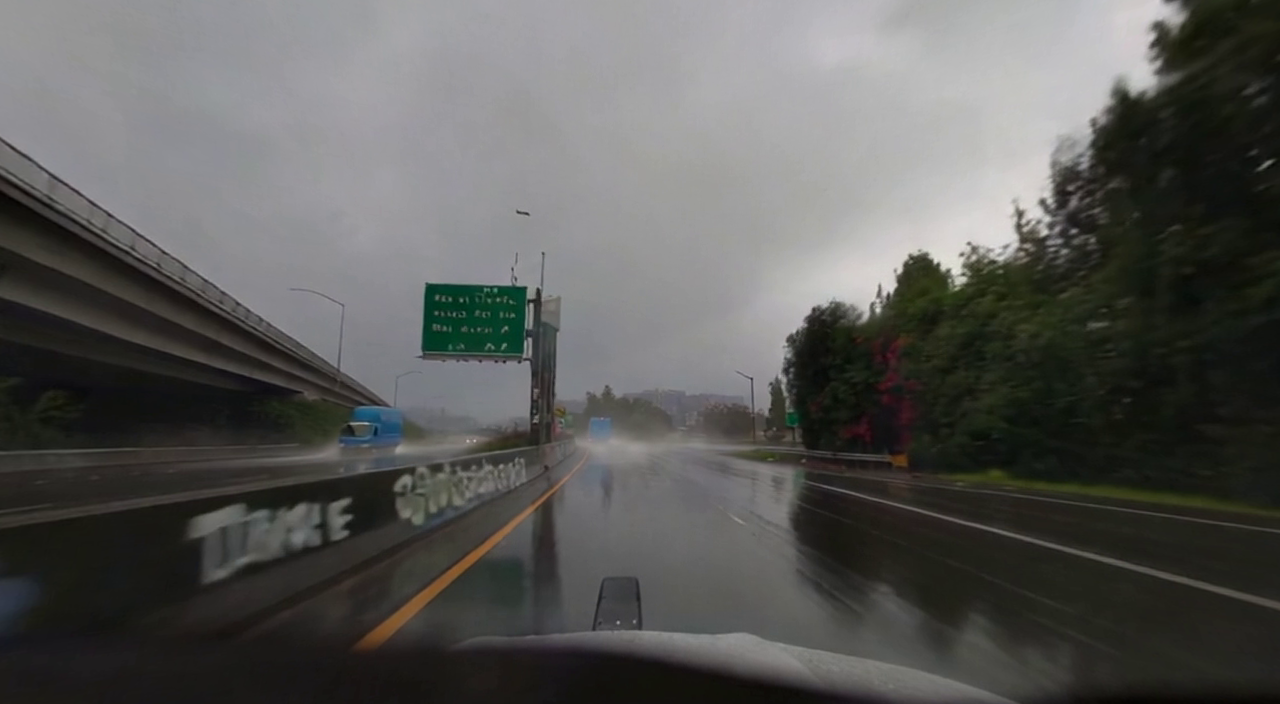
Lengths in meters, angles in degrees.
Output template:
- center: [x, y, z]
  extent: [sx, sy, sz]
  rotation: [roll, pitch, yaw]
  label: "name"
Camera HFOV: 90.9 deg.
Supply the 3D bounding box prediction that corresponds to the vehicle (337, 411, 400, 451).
- center: [-20.369, 5.986, 47.602]
  extent: [2.354, 2.823, 5.911]
  rotation: [1, -8, -3]
  label: "vehicle"
